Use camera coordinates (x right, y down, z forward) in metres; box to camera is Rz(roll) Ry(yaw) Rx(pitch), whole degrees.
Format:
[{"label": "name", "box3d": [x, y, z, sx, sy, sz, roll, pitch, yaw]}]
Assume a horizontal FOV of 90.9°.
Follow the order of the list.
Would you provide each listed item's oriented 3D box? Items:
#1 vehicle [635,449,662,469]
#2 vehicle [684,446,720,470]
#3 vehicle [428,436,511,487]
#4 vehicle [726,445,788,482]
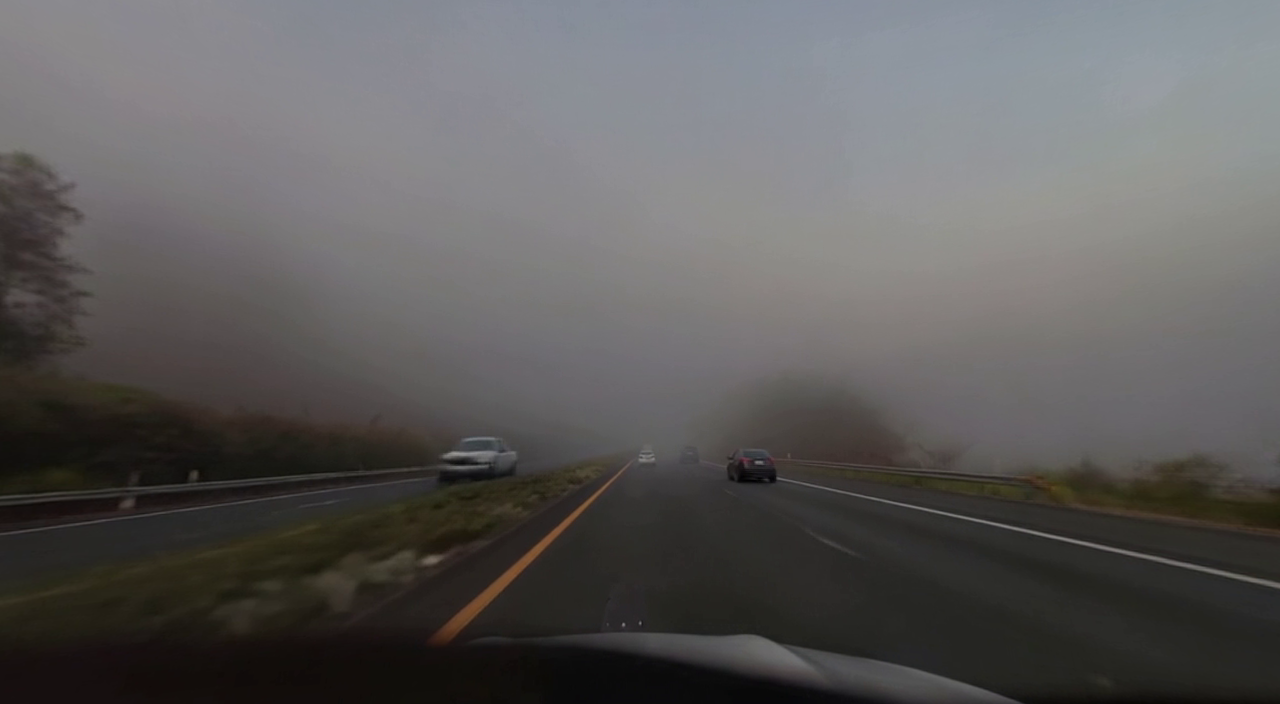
[{"label": "vehicle", "box3d": [0.613, 8.188, 48.197, 1.991, 1.459, 3.769, 0, -9, 0]}, {"label": "vehicle", "box3d": [4.477, 7.708, 45.992, 2.122, 1.662, 4.392, 0, -9, 0]}, {"label": "vehicle", "box3d": [-7.685, 4.993, 29.037, 2.411, 2.127, 4.889, 0, -9, 1]}, {"label": "vehicle", "box3d": [5.100, 4.908, 27.921, 1.964, 1.513, 3.707, 0, -9, -1]}]
